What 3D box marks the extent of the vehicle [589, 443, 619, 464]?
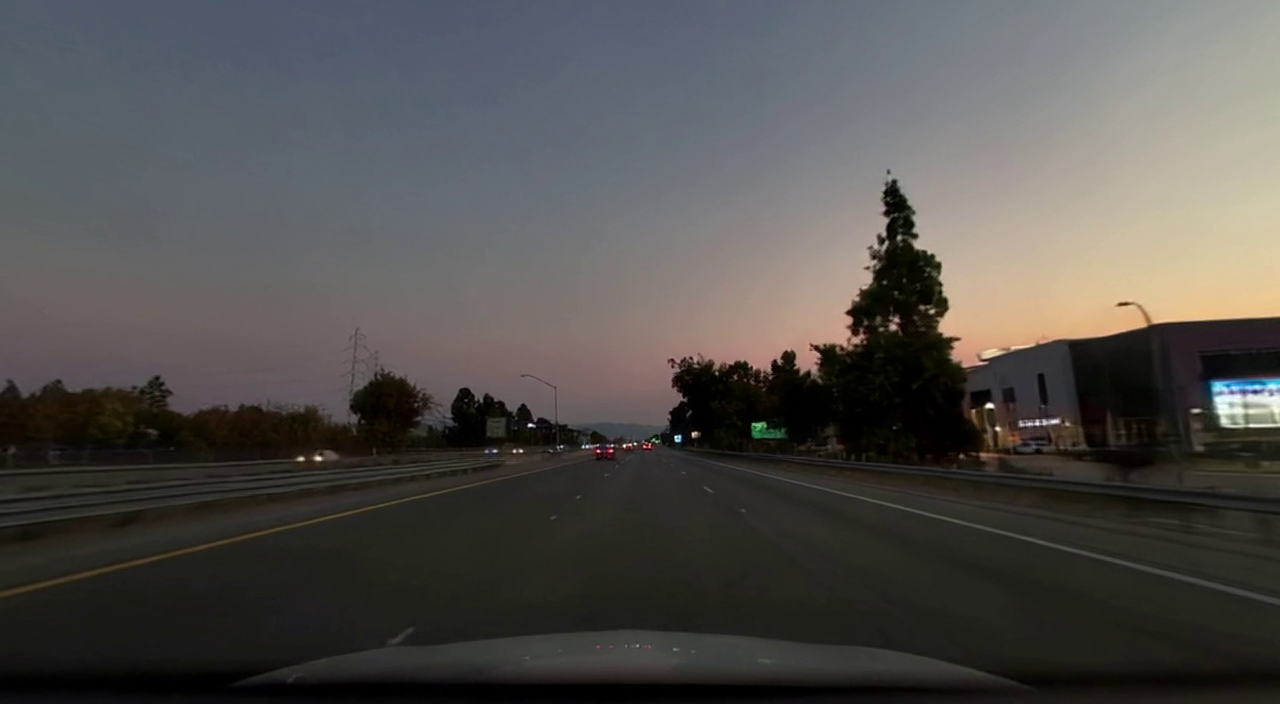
[{"bbox_3d":[-2.757,7.909,49.267,2.015,1.557,4.229,0,-9,0],"label":"vehicle"}]
